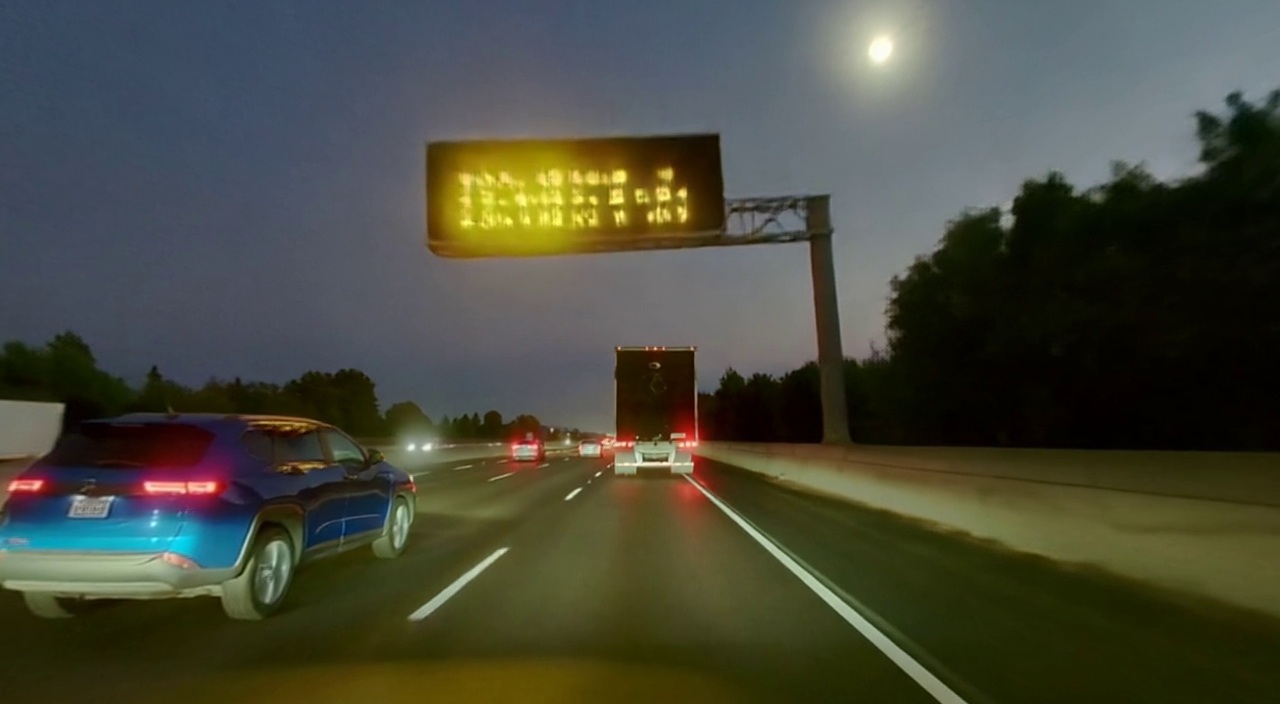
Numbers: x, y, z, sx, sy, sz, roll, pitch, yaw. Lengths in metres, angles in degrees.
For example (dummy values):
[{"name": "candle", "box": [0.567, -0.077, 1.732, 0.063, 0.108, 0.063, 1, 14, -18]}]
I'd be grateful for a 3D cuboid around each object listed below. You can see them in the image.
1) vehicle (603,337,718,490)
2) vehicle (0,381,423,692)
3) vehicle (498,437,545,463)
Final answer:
[{"name": "vehicle", "box": [0.492, 2.305, 21.206, 2.870, 3.841, 10.653, 0, -8, 0]}, {"name": "vehicle", "box": [-3.760, 1.309, 5.610, 2.077, 1.671, 4.249, 0, -8, 1]}, {"name": "vehicle", "box": [-6.991, 5.846, 37.619, 1.882, 1.451, 4.416, 0, -8, 1]}]
